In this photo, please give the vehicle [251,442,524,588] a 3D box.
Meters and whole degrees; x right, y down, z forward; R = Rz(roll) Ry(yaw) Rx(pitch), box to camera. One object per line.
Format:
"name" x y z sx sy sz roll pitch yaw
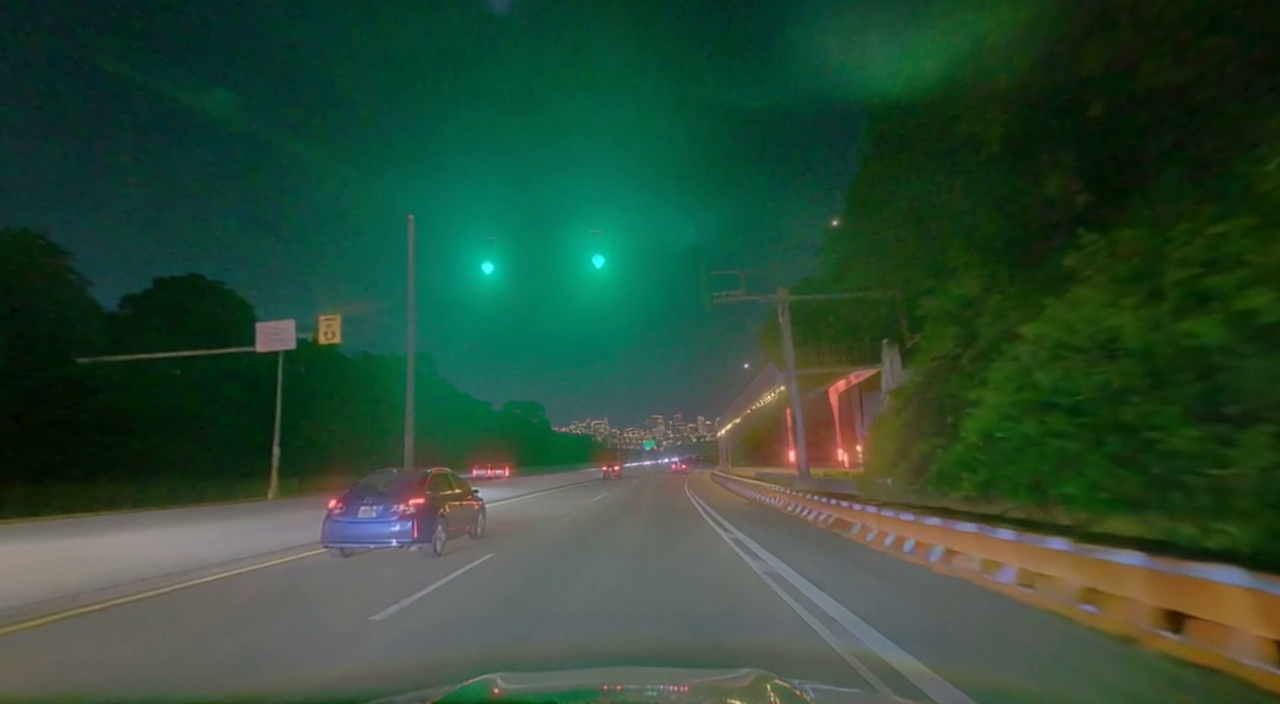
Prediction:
"vehicle" -2.977 2.032 8.463 1.992 1.466 3.690 0 -10 2
